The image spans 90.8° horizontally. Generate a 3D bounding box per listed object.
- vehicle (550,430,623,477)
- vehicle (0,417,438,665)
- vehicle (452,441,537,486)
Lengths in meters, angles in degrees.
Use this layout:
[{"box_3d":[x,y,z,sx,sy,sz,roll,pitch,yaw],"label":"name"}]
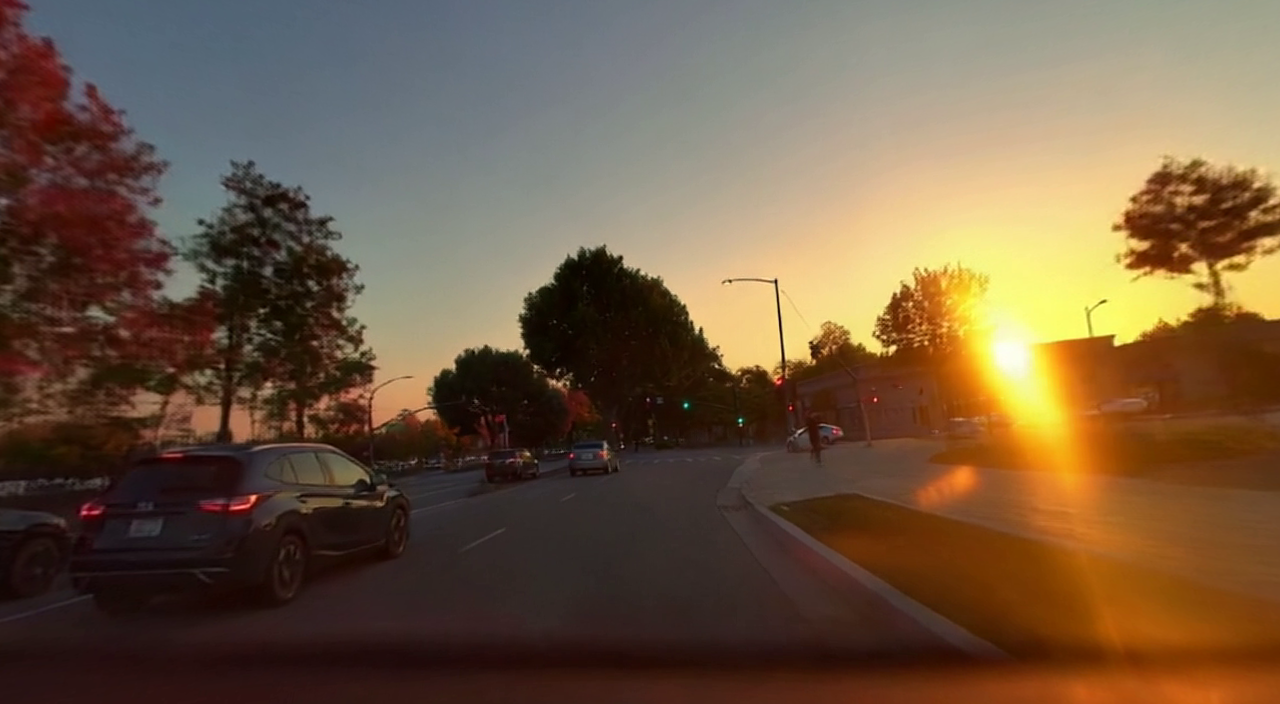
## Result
[{"box_3d":[-2.143,4.294,26.929,2.167,1.832,4.679,-1,-8,7],"label":"vehicle"},{"box_3d":[-3.892,1.614,6.616,2.002,1.664,4.113,-4,-7,3],"label":"vehicle"},{"box_3d":[-6.154,4.765,27.403,2.160,1.779,4.549,-1,-8,7],"label":"vehicle"}]
